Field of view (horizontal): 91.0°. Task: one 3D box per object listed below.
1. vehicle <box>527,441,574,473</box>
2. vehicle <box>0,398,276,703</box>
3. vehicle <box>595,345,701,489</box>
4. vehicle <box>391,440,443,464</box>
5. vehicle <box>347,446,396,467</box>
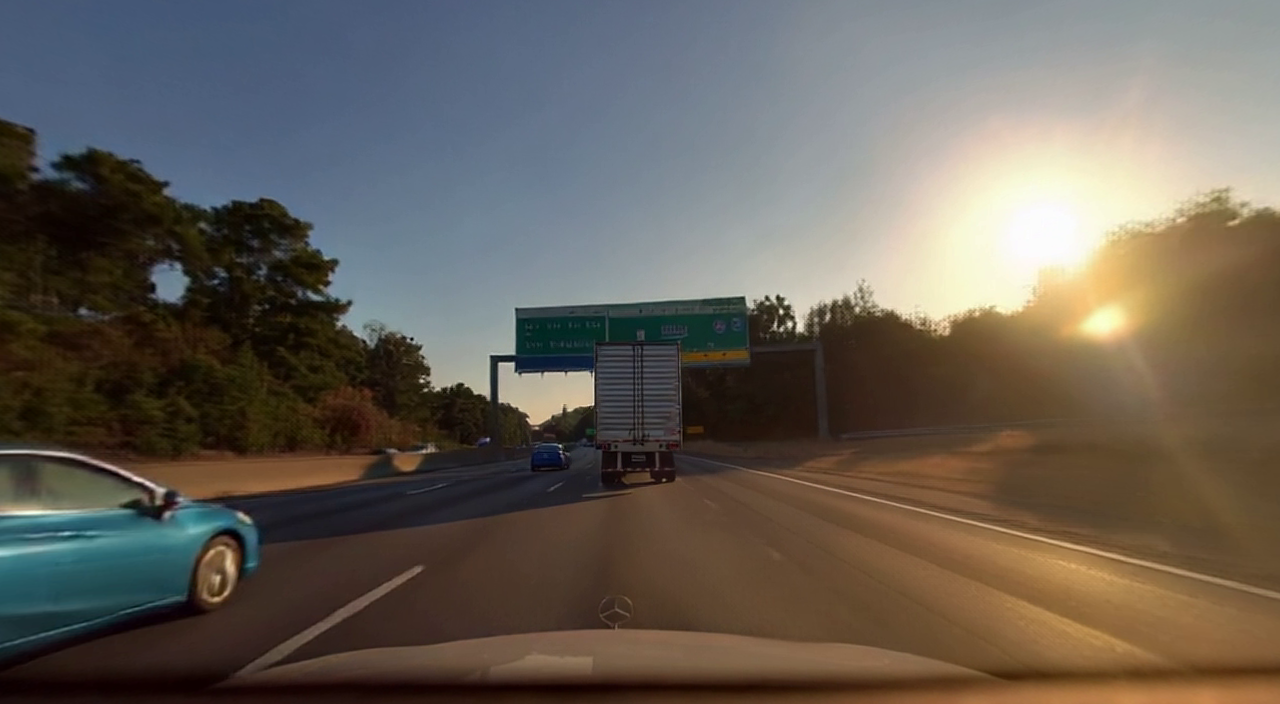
[{"bbox_3d":[-4.579,5.450,32.815,1.854,1.530,4.268,0,-8,0],"label":"vehicle"},{"bbox_3d":[-4.280,1.018,3.091,2.116,1.571,4.849,0,-8,-1],"label":"vehicle"},{"bbox_3d":[0.119,2.641,23.735,3.073,4.196,10.546,0,-8,-1],"label":"vehicle"},{"bbox_3d":[-16.671,7.510,47.349,2.082,1.655,4.885,0,-8,0],"label":"vehicle"},{"bbox_3d":[-20.143,7.855,47.387,1.791,1.462,4.349,0,-8,0],"label":"vehicle"}]
